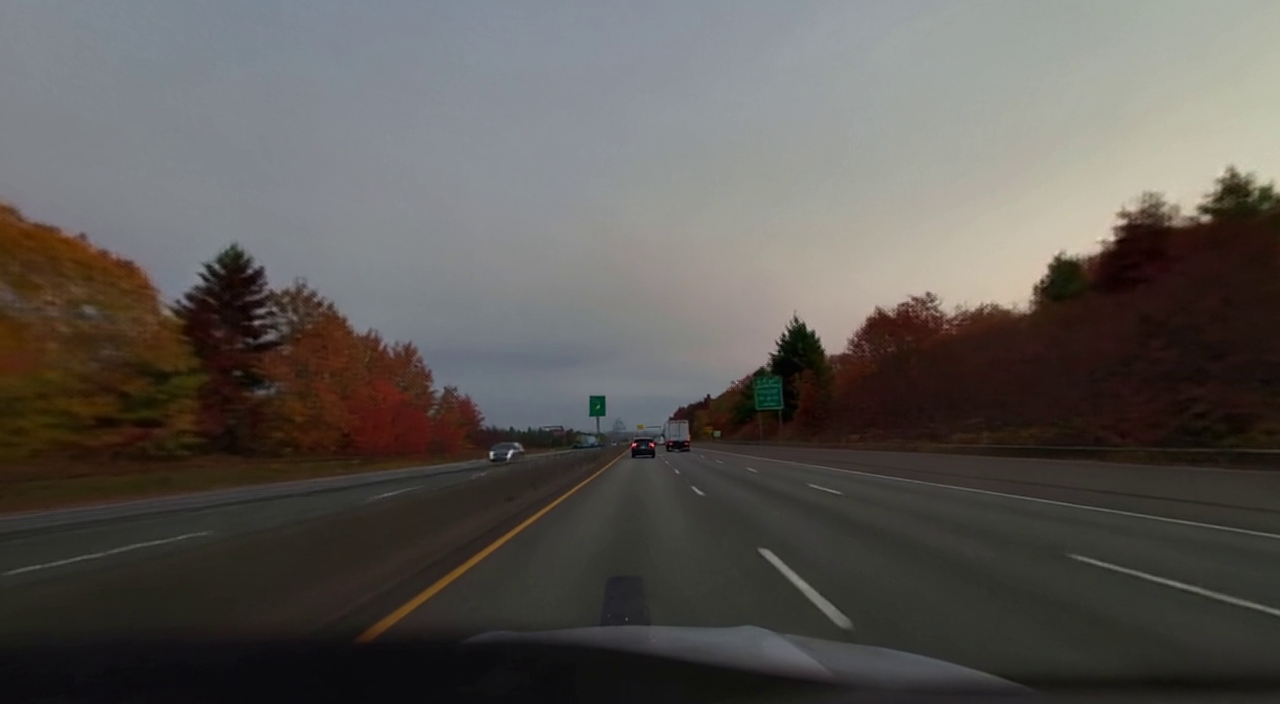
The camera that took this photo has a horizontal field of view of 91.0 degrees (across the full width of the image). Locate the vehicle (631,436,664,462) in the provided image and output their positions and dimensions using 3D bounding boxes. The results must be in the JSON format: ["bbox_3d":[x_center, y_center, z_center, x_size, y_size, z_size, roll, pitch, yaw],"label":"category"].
[{"bbox_3d":[0.492,5.998,38.947,1.924,1.498,3.817,0,-8,1],"label":"vehicle"}]

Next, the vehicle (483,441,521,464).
[{"bbox_3d":[-9.942,7.268,45.648,1.887,1.520,3.936,0,-8,0],"label":"vehicle"}]
